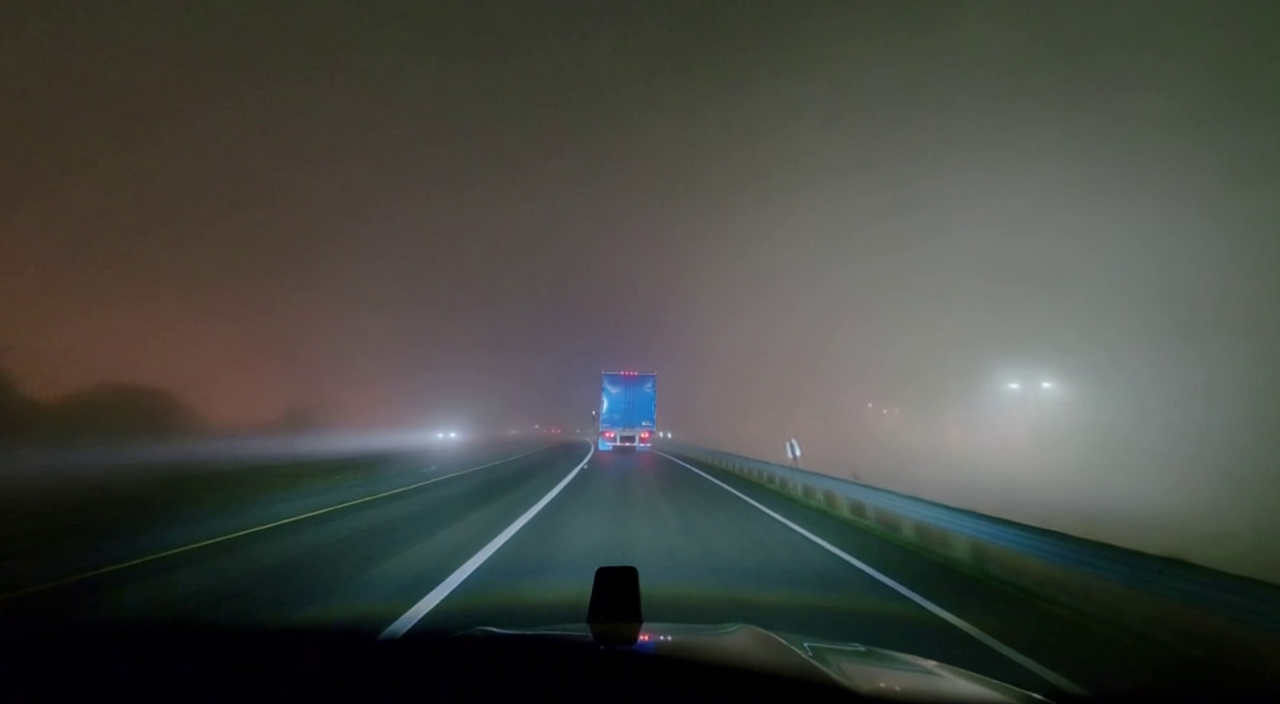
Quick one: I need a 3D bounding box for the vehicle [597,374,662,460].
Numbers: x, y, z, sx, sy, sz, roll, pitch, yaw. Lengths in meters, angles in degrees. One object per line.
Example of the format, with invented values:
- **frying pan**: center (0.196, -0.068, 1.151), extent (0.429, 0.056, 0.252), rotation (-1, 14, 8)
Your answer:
- **vehicle**: center (-0.714, 3.726, 34.589), extent (3.023, 3.965, 10.402), rotation (0, -8, -3)
